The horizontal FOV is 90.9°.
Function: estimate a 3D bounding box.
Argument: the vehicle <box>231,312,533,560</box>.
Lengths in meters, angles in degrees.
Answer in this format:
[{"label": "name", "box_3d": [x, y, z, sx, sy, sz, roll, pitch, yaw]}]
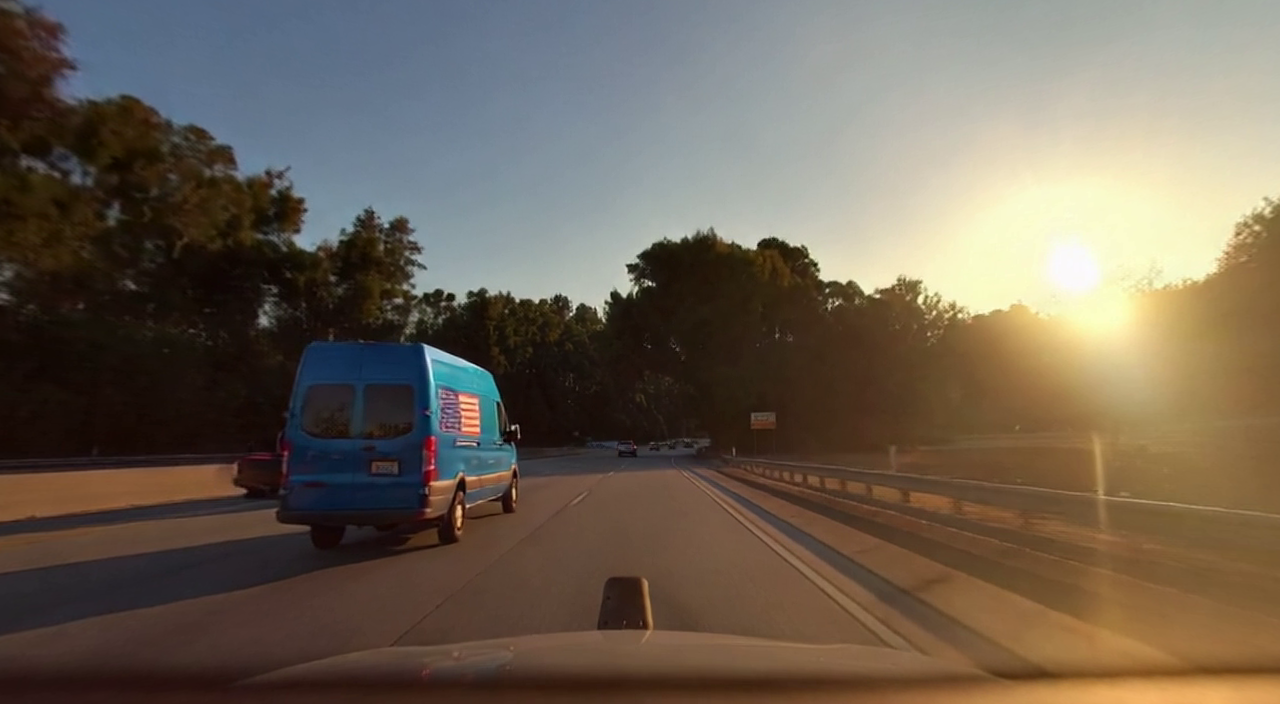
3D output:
[{"label": "vehicle", "box_3d": [-3.468, 1.361, 10.197, 2.319, 2.883, 5.632, 0, -8, 1]}]
